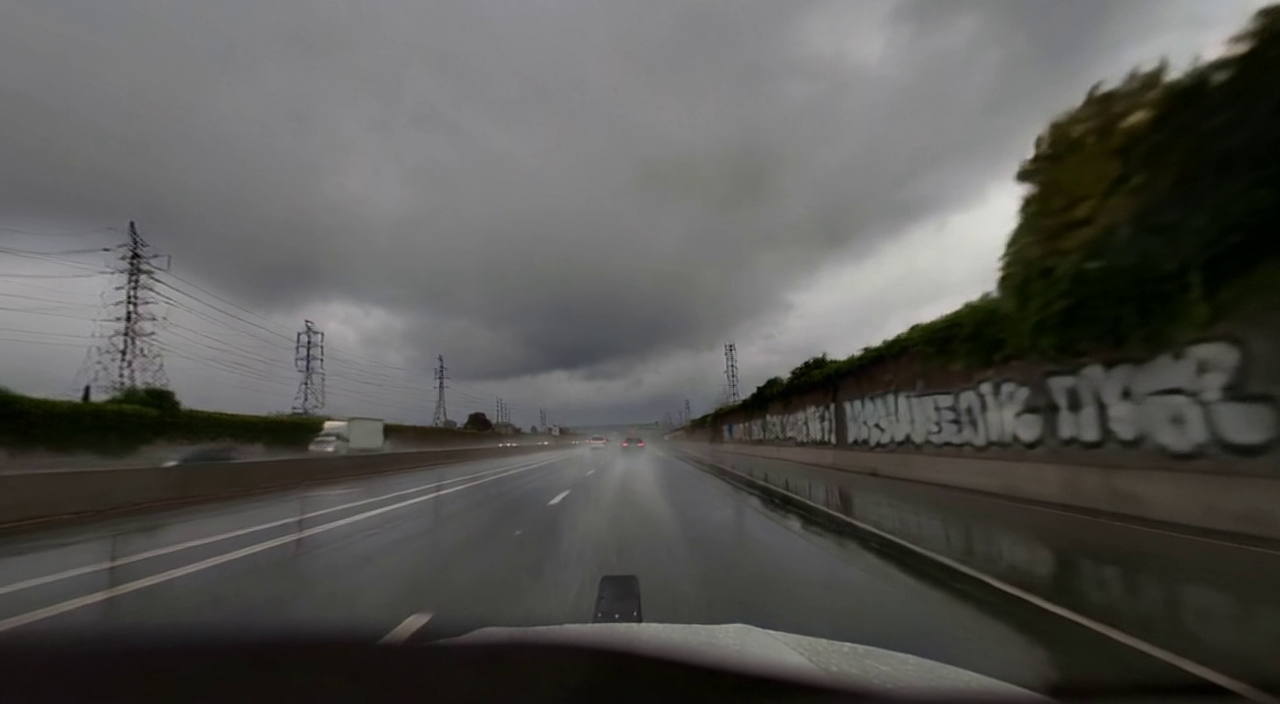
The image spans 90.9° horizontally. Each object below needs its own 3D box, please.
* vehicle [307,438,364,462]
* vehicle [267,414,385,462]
[{"bbox_3d":[-19.214,6.191,39.918,1.703,1.394,3.744,0,-8,-1],"label":"vehicle"},{"bbox_3d":[-23.144,6.491,47.549,2.898,3.171,12.148,0,-8,-1],"label":"vehicle"}]
